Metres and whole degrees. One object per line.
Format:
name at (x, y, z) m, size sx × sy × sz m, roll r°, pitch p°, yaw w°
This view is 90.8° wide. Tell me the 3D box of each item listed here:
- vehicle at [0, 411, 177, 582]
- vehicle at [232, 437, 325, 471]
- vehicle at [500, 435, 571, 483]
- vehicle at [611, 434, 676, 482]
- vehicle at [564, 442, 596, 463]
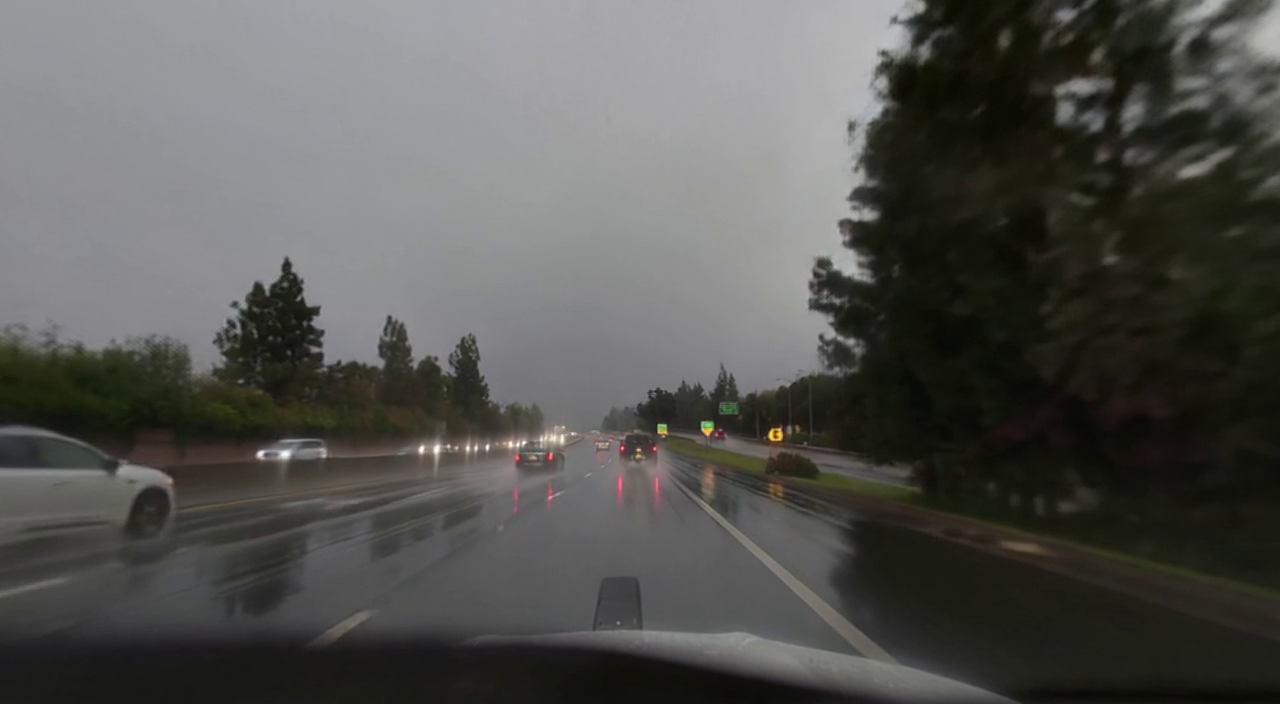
vehicle at (-7.351, 1.403, 6.092) m, size 2.195 × 1.652 × 4.733 m, roll 0°, pitch -8°, yaw 0°
vehicle at (-21.826, 6.190, 38.523) m, size 2.238 × 1.895 × 5.840 m, roll 0°, pitch -8°, yaw 0°
vehicle at (-4.044, 4.222, 25.132) m, size 2.044 × 1.717 × 4.421 m, roll 0°, pitch -8°, yaw 0°
vehicle at (0.094, 4.231, 25.429) m, size 2.378 × 1.750 × 4.355 m, roll 0°, pitch -8°, yaw -1°
vehicle at (-4.644, 7.858, 49.580) m, size 2.084 × 1.528 × 4.094 m, roll 0°, pitch -8°, yaw 0°
